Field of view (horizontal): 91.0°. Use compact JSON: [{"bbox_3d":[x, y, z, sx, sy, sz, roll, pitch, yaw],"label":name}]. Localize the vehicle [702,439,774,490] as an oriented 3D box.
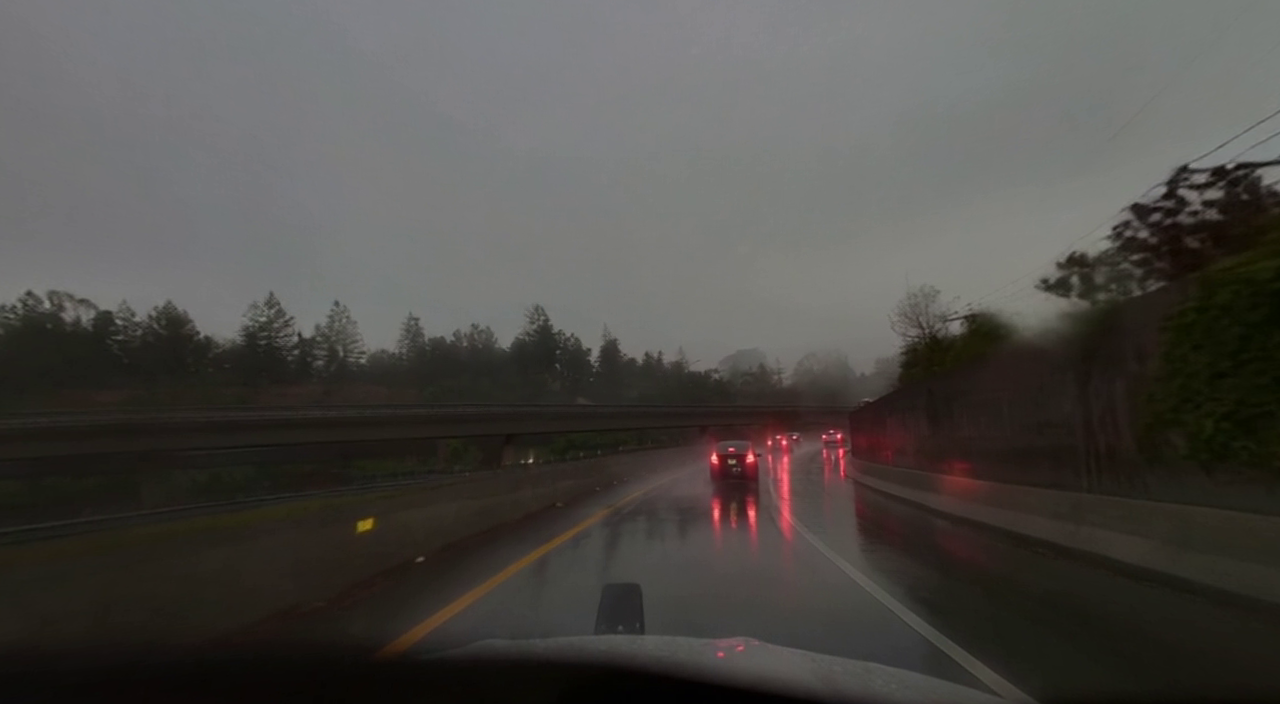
[{"bbox_3d":[3.254,3.637,20.733,2.091,1.482,4.321,-2,-9,10],"label":"vehicle"}]
